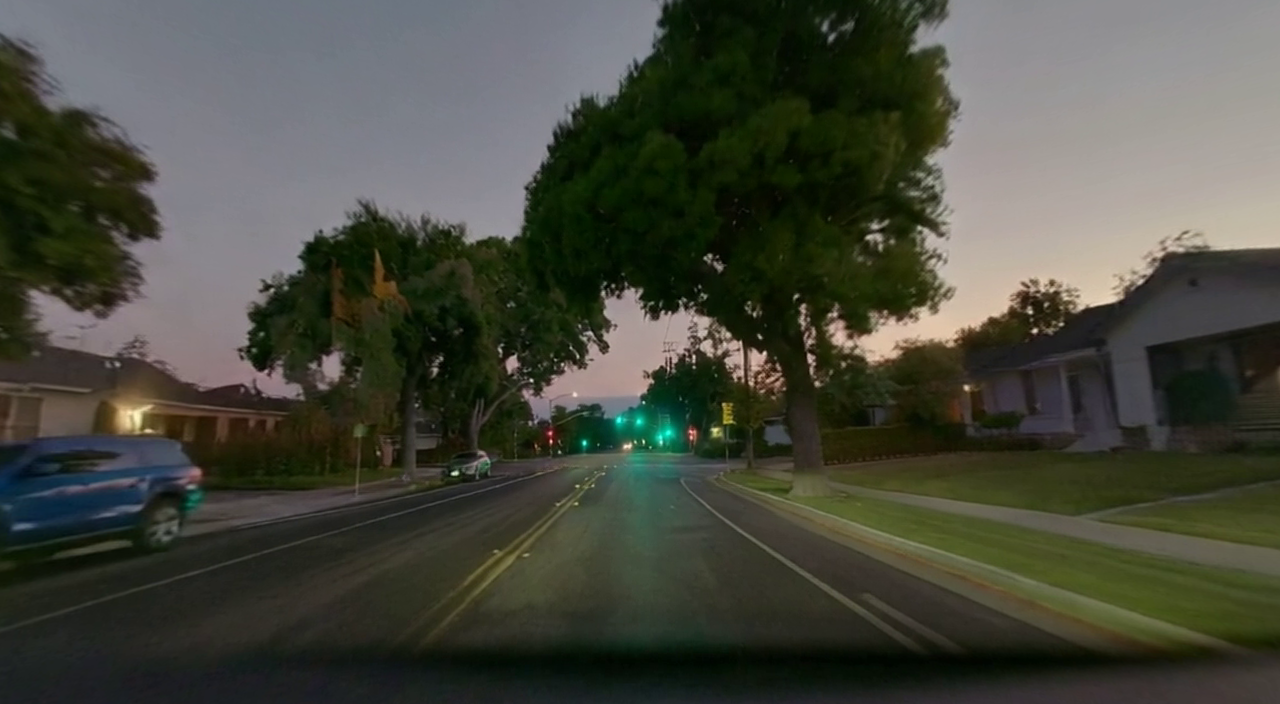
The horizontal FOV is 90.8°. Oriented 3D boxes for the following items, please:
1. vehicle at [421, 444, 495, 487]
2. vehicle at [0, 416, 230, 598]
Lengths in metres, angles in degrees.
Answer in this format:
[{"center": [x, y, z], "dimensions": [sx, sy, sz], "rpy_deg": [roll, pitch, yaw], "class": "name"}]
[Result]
[{"center": [-8.293, 5.163, 29.203], "dimensions": [2.130, 1.692, 4.544], "rpy_deg": [-2, -8, 0], "class": "vehicle"}, {"center": [-7.614, 1.826, 7.860], "dimensions": [2.209, 1.807, 4.432], "rpy_deg": [-2, -8, -3], "class": "vehicle"}]
